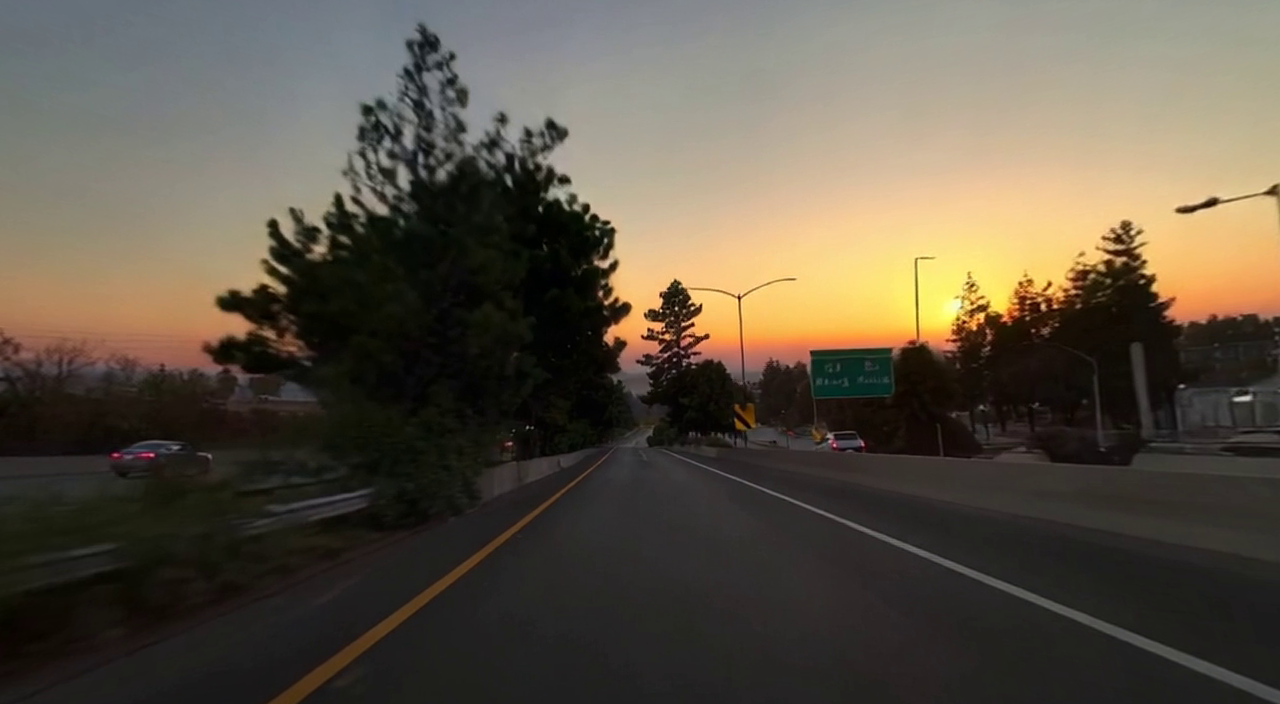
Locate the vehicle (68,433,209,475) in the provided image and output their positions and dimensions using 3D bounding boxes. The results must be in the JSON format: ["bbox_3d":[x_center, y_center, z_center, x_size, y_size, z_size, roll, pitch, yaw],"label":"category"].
[{"bbox_3d":[-19.917,4.084,25.407,2.068,1.518,4.438,0,-9,-1],"label":"vehicle"}]

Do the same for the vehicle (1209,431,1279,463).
[{"bbox_3d":[30.519,4.576,30.450,4.141,1.505,1.972,-1,-9,3],"label":"vehicle"}]
